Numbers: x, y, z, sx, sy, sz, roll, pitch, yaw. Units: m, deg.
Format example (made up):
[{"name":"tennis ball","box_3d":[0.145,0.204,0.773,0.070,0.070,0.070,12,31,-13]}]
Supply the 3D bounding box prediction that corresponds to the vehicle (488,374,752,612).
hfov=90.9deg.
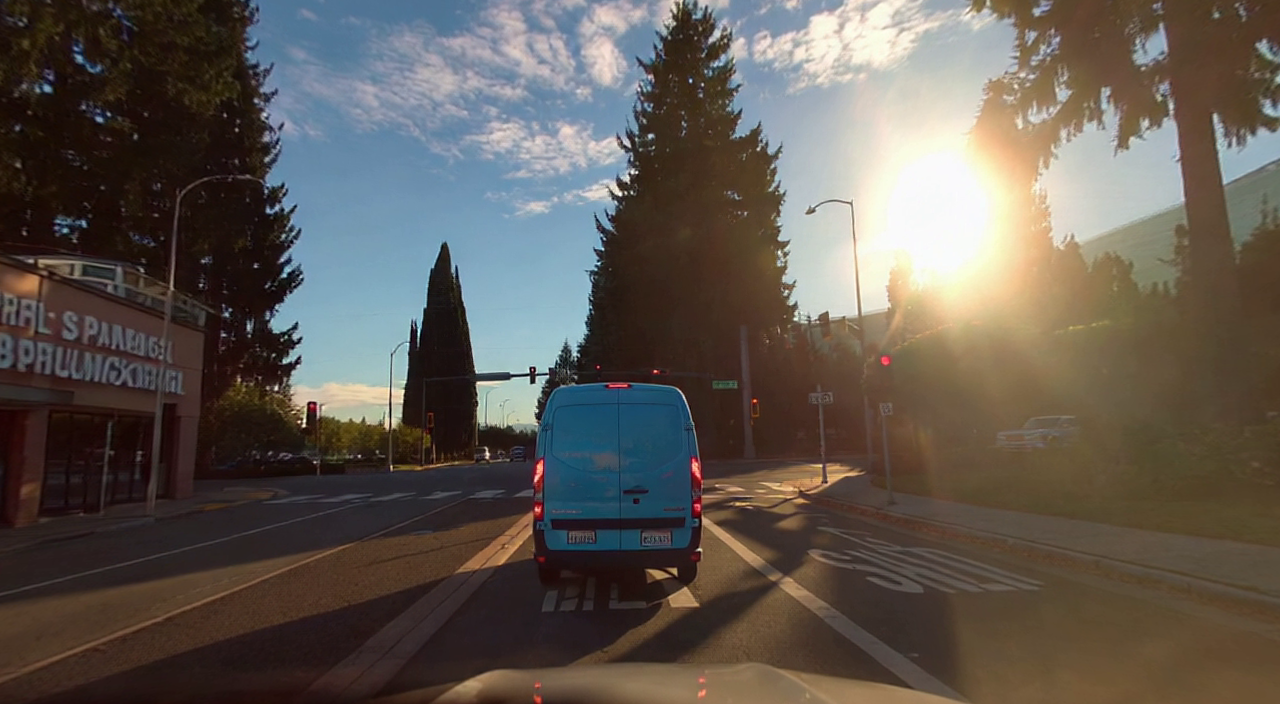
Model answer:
[{"name":"vehicle","box_3d":[-0.296,1.465,7.290,2.181,1.949,3.932,1,-9,-4]}]
